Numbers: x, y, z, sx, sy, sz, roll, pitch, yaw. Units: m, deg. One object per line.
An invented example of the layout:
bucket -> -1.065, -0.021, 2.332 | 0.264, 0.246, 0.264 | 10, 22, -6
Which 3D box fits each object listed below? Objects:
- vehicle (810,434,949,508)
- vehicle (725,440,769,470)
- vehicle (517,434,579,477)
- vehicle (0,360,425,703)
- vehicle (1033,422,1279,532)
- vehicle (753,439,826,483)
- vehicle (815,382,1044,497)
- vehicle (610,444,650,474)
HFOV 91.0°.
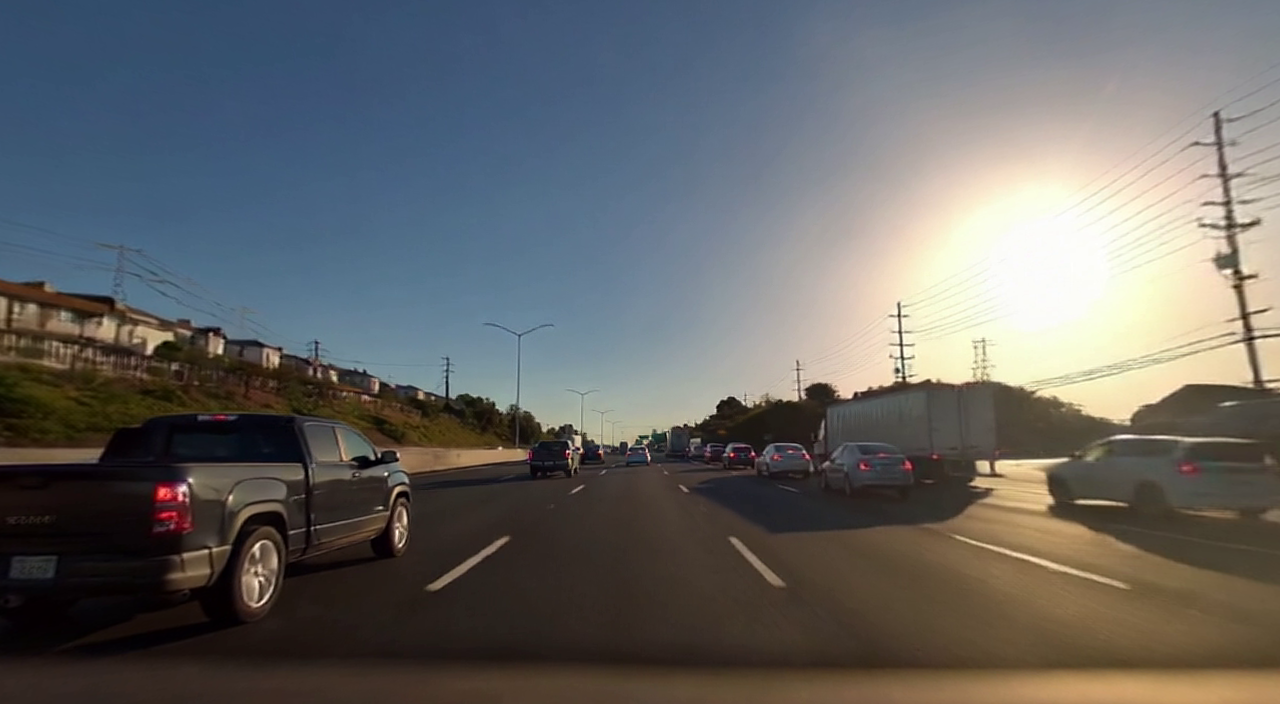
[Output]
vehicle -> 5.755, 2.891, 15.775 | 1.956, 1.576, 4.211 | 0, -8, 2
vehicle -> 6.503, 6.265, 38.597 | 1.977, 1.705, 4.078 | 0, -8, 0
vehicle -> -4.195, 4.817, 29.557 | 2.147, 1.825, 4.602 | 0, -8, 1
vehicle -> -3.573, 1.197, 4.978 | 2.127, 1.705, 4.374 | 0, -8, 1
vehicle -> 10.494, 2.371, 12.634 | 2.046, 1.754, 4.862 | 0, -8, 0
vehicle -> 6.061, 4.435, 26.015 | 1.989, 1.642, 4.082 | 0, -8, 0
vehicle -> 10.293, 3.476, 24.829 | 3.442, 3.405, 11.948 | 0, -8, 0
vehicle -> -0.496, 5.817, 34.632 | 2.060, 1.508, 4.308 | 0, -8, 0
